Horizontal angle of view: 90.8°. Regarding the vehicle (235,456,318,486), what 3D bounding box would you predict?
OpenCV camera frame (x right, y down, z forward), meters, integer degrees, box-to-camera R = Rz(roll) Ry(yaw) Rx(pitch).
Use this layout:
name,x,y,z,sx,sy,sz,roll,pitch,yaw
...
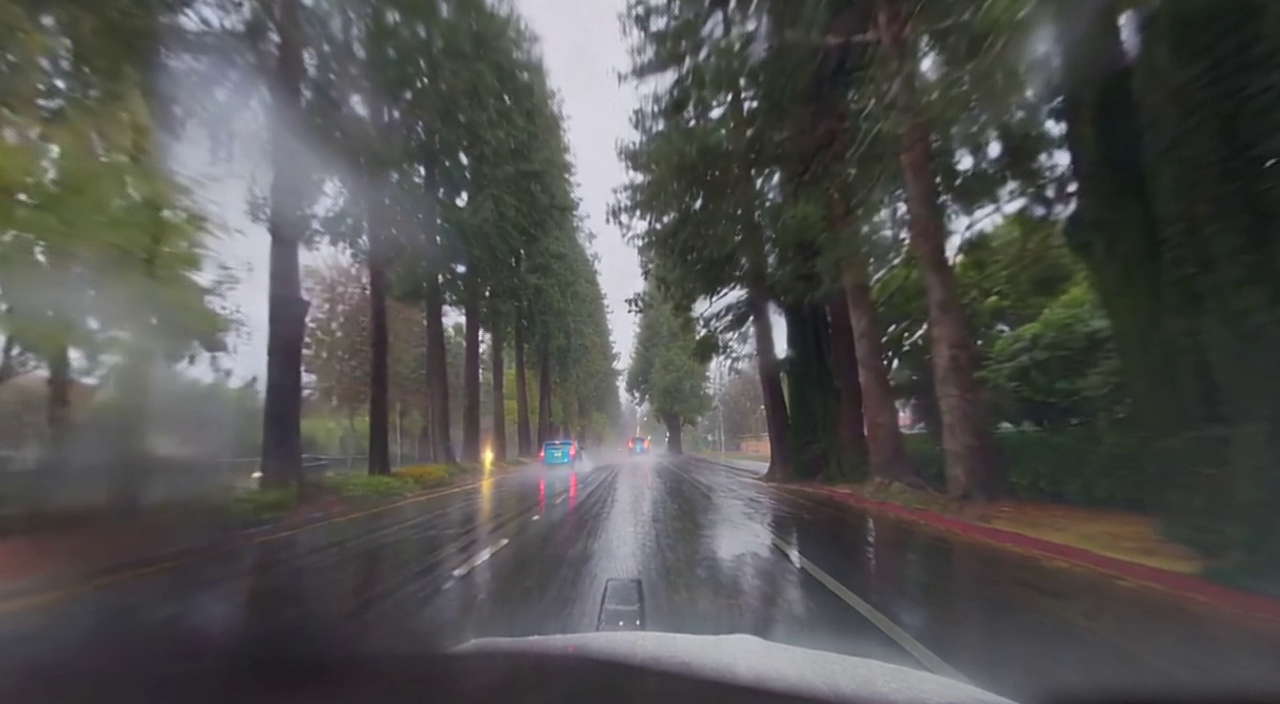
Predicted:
name,x,y,z,sx,sy,sz,roll,pitch,yaw
vehicle,-20.323,6.638,35.569,1.819,1.459,4.745,-1,-8,1

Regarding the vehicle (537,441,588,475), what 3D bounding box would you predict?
name,x,y,z,sx,sy,sz,roll,pitch,yaw
vehicle,-3.635,5.045,30.385,1.917,1.448,4.178,-1,-8,0
